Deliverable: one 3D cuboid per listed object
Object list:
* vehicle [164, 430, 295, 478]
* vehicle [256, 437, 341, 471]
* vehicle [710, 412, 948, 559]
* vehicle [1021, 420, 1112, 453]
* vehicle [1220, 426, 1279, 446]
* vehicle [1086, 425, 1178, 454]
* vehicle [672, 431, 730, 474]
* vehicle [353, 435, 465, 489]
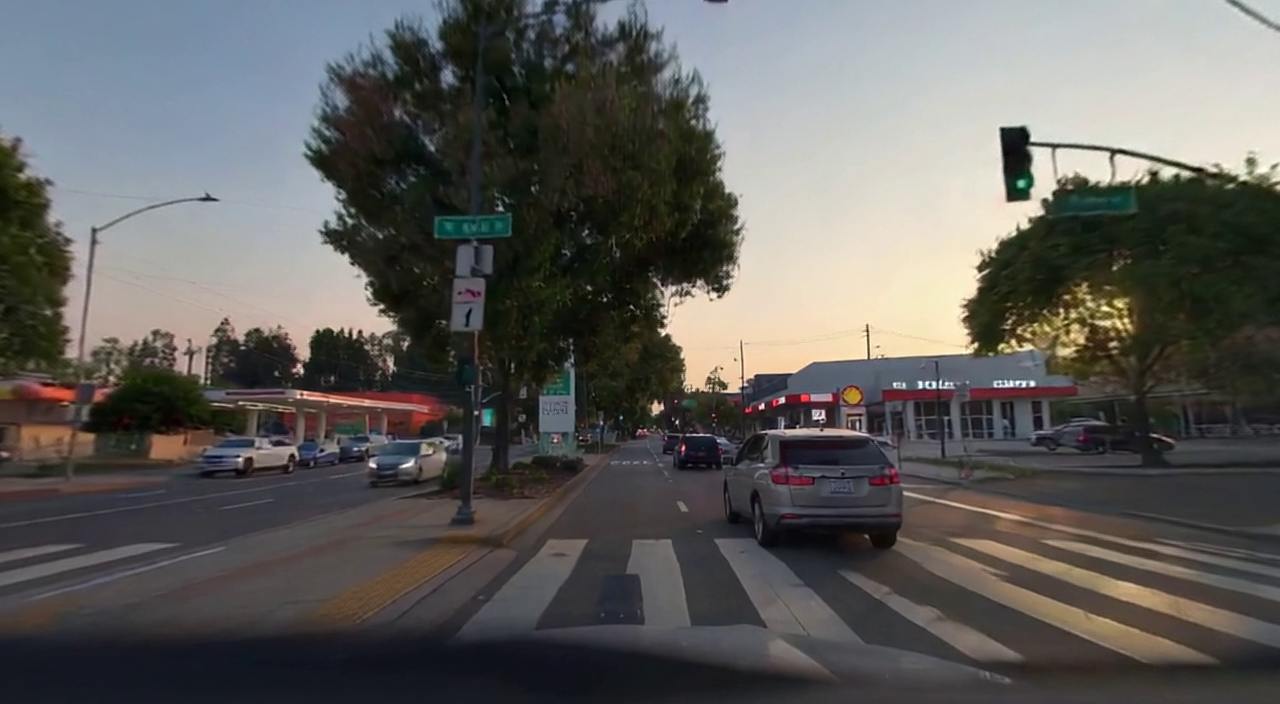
[{"bbox_3d":[-18.111,4.539,28.201,2.201,1.931,5.425,0,-9,0],"label":"vehicle"},{"bbox_3d":[-18.154,5.432,33.740,1.881,1.679,4.598,0,-9,1],"label":"vehicle"},{"bbox_3d":[2.516,1.958,9.950,2.183,1.720,4.842,0,-9,-1],"label":"vehicle"},{"bbox_3d":[24.669,4.966,36.632,2.066,1.817,4.675,0,-9,1],"label":"vehicle"},{"bbox_3d":[45.181,6.120,45.944,3.647,1.414,1.691,-3,-9,20],"label":"vehicle"},{"bbox_3d":[28.227,5.089,36.280,2.131,1.561,3.901,0,-9,-1],"label":"vehicle"},{"bbox_3d":[2.514,4.309,27.096,1.999,1.679,4.217,0,-9,-1],"label":"vehicle"},{"bbox_3d":[-7.512,3.623,21.015,2.014,1.566,4.437,0,-9,0],"label":"vehicle"}]
